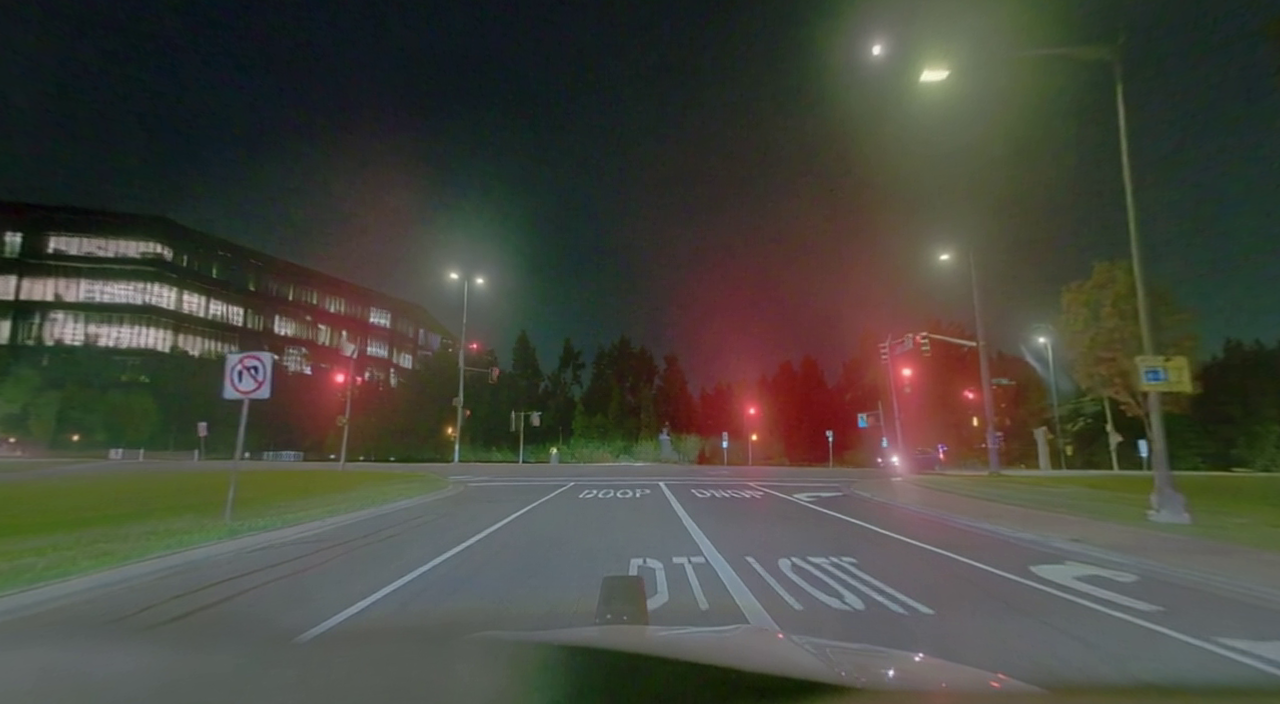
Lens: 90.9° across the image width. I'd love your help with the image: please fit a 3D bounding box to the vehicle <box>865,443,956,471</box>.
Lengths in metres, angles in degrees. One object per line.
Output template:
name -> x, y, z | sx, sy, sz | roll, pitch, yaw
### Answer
vehicle -> 16.853, 6.533, 39.476 | 4.715, 1.671, 2.030 | 0, -8, 0
